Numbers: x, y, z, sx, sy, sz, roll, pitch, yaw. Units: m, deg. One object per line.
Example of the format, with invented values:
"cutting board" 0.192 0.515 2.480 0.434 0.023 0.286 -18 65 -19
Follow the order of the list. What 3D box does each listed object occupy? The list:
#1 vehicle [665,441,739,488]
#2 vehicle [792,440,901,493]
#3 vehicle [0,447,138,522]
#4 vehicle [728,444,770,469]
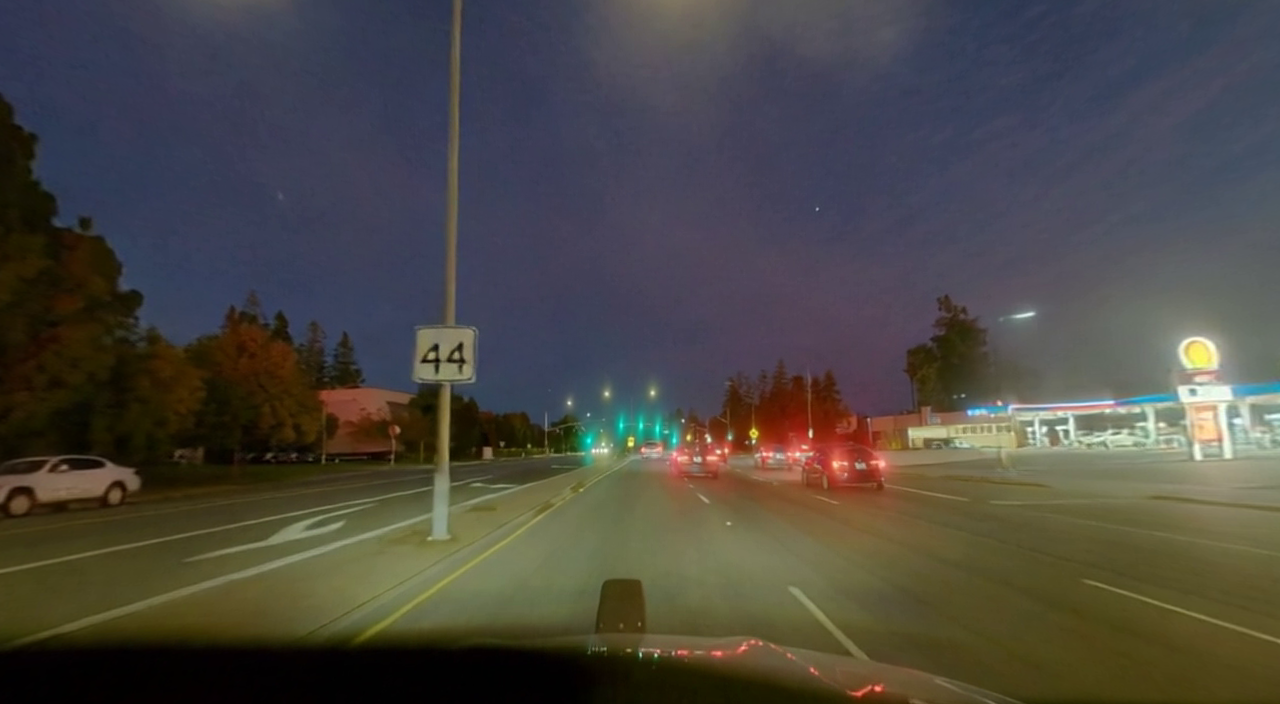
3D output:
"vehicle" 2.091 3.962 22.517 1.971 1.479 4.493 0 -8 -3
"vehicle" 6.399 3.582 20.053 1.918 1.484 4.456 0 -8 -1
"vehicle" -15.782 3.270 15.894 2.006 1.714 4.829 0 -8 2
"vehicle" 7.009 6.725 40.691 1.930 1.479 4.477 0 -8 0
